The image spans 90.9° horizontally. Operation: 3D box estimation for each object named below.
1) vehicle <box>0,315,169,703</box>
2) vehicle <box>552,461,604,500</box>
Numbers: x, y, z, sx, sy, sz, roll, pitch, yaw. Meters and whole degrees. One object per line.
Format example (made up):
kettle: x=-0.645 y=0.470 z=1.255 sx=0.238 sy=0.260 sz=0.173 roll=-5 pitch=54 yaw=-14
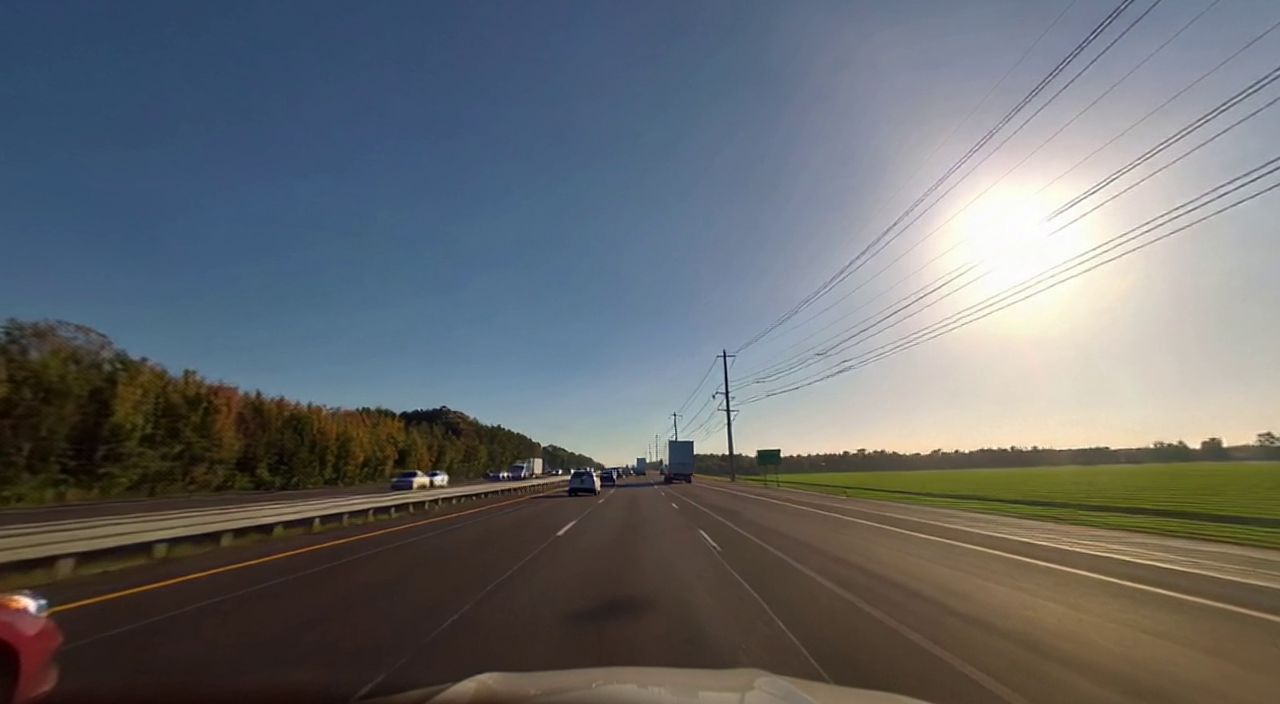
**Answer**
vehicle: x=-3.612 y=0.490 z=0.897 sx=2.146 sy=1.862 sz=4.703 roll=1 pitch=-11 yaw=0
vehicle: x=-2.936 y=6.241 z=30.835 sx=2.065 sy=1.722 sz=4.441 roll=1 pitch=-11 yaw=0
